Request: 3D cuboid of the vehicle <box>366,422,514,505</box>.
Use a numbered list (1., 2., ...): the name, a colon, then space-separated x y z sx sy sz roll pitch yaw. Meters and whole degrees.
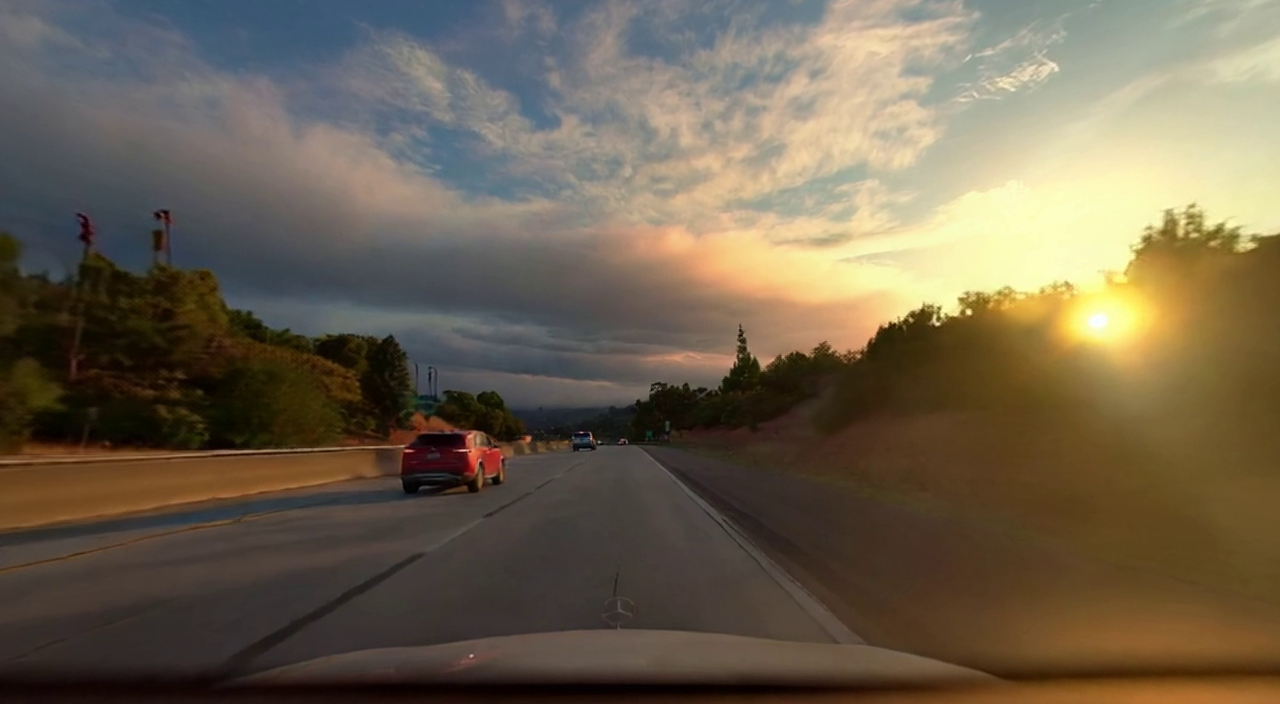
1. vehicle: -4.446 2.536 14.867 2.070 1.647 4.577 0 -8 -1
